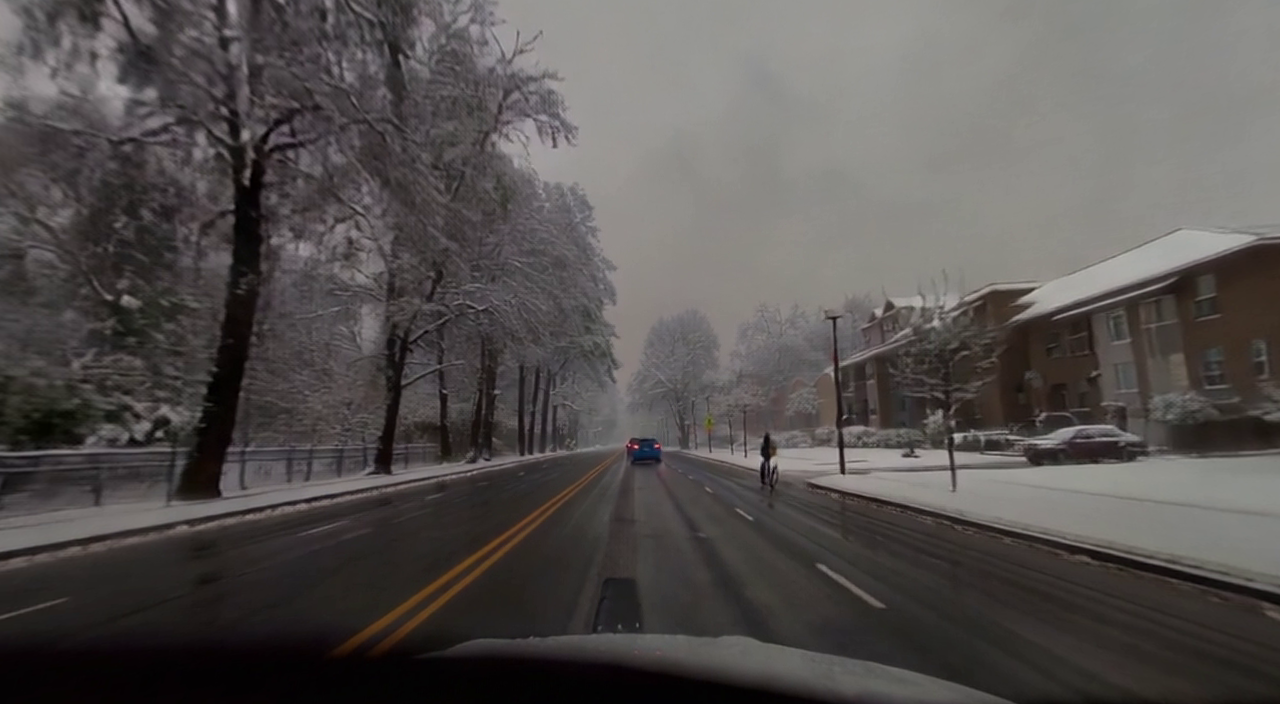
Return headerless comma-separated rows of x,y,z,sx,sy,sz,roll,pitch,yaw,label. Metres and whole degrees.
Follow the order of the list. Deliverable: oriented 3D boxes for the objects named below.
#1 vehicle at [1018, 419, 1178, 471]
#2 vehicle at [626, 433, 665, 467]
17.204,3.526,23.855,4.237,1.819,2.245,0,-9,0,vehicle
0.274,5.293,34.119,1.981,1.703,3.691,0,-8,0,vehicle
